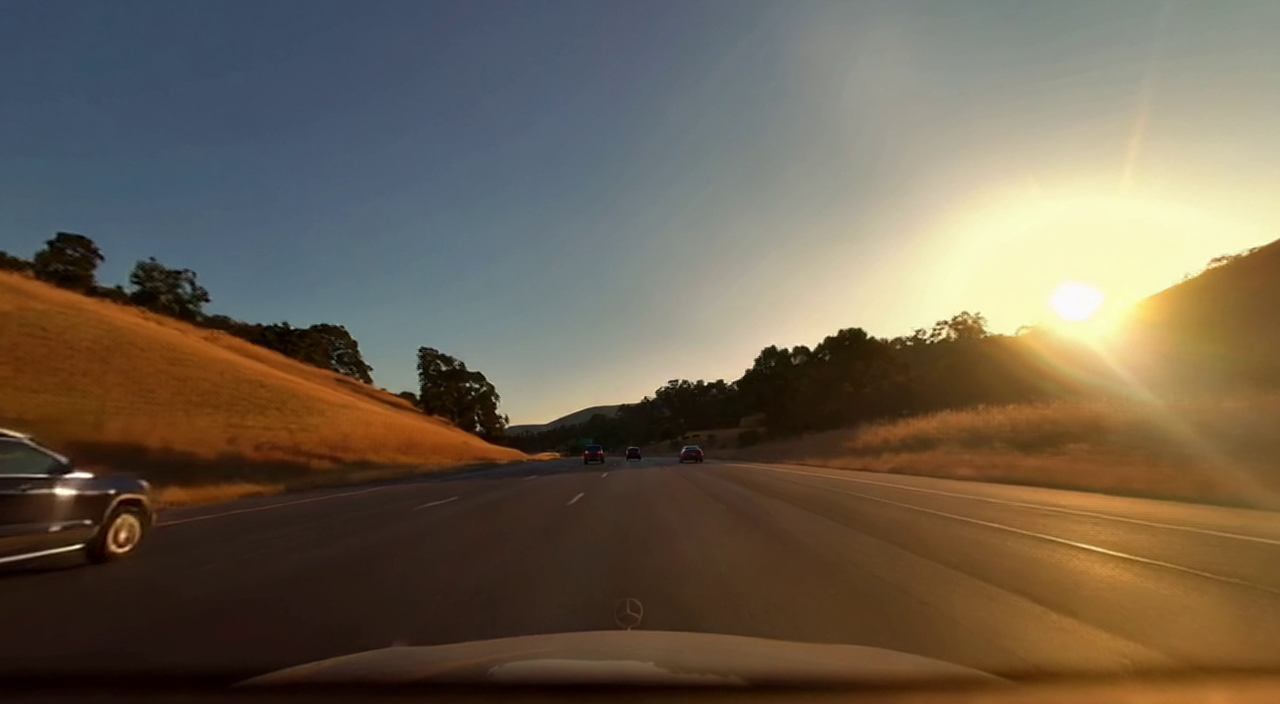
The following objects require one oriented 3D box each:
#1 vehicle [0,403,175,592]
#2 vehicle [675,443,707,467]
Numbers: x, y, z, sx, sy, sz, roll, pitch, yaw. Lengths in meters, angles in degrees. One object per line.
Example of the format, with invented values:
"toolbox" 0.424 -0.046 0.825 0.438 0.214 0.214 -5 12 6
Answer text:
"vehicle" -7.182 1.326 5.594 2.285 1.759 4.968 0 -8 0
"vehicle" 3.858 7.857 48.445 1.995 1.712 4.206 0 -8 -2
